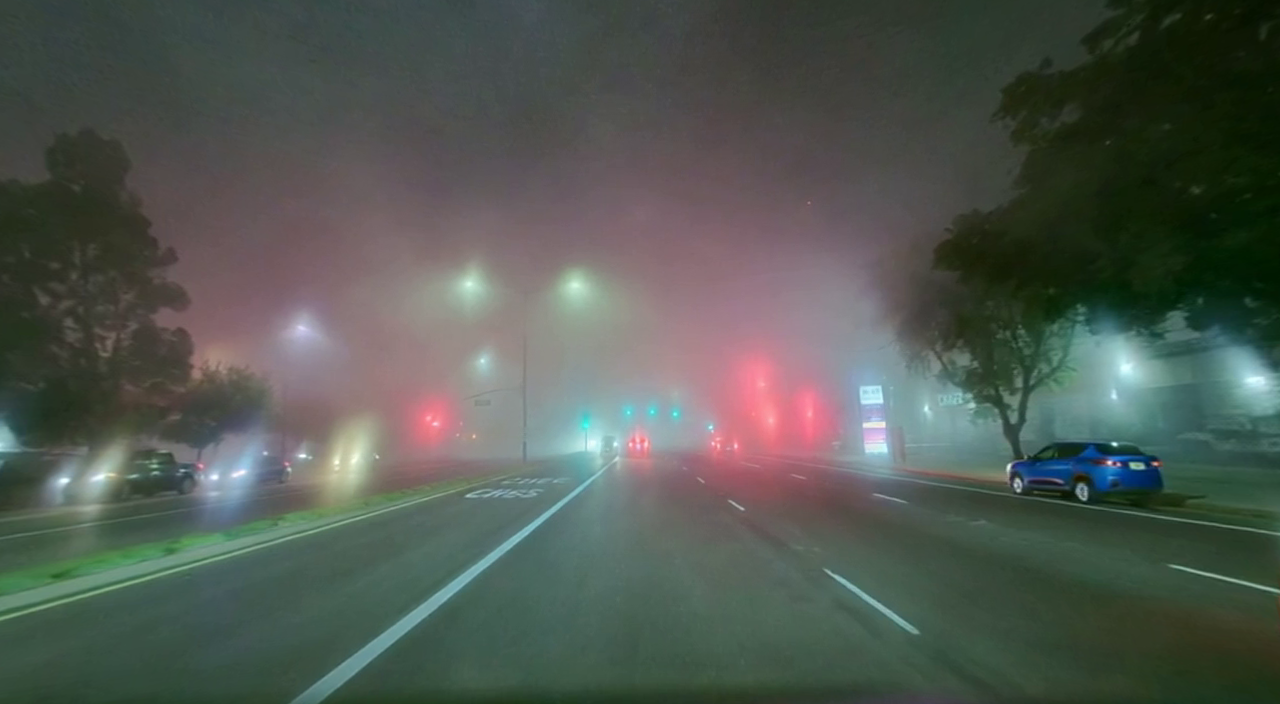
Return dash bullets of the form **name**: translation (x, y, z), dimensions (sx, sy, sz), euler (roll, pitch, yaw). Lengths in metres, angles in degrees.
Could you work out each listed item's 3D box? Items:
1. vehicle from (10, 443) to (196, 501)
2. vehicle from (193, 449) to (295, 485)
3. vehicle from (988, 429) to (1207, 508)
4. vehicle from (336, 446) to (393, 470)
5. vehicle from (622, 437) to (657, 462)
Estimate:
- **vehicle**: translation (-18.166, 4.026, 21.757), dimensions (1.979, 1.770, 4.703), euler (-1, -8, 5)
- **vehicle**: translation (-17.956, 5.190, 28.908), dimensions (1.824, 1.453, 4.433), euler (0, -8, -1)
- **vehicle**: translation (9.898, 2.532, 14.163), dimensions (1.824, 1.483, 4.003), euler (0, -8, -1)
- **vehicle**: translation (-18.028, 6.948, 41.535), dimensions (1.865, 1.460, 4.693), euler (0, -8, -3)
- **vehicle**: translation (-0.048, 6.149, 39.914), dimensions (2.097, 1.480, 4.006), euler (0, -8, 0)
